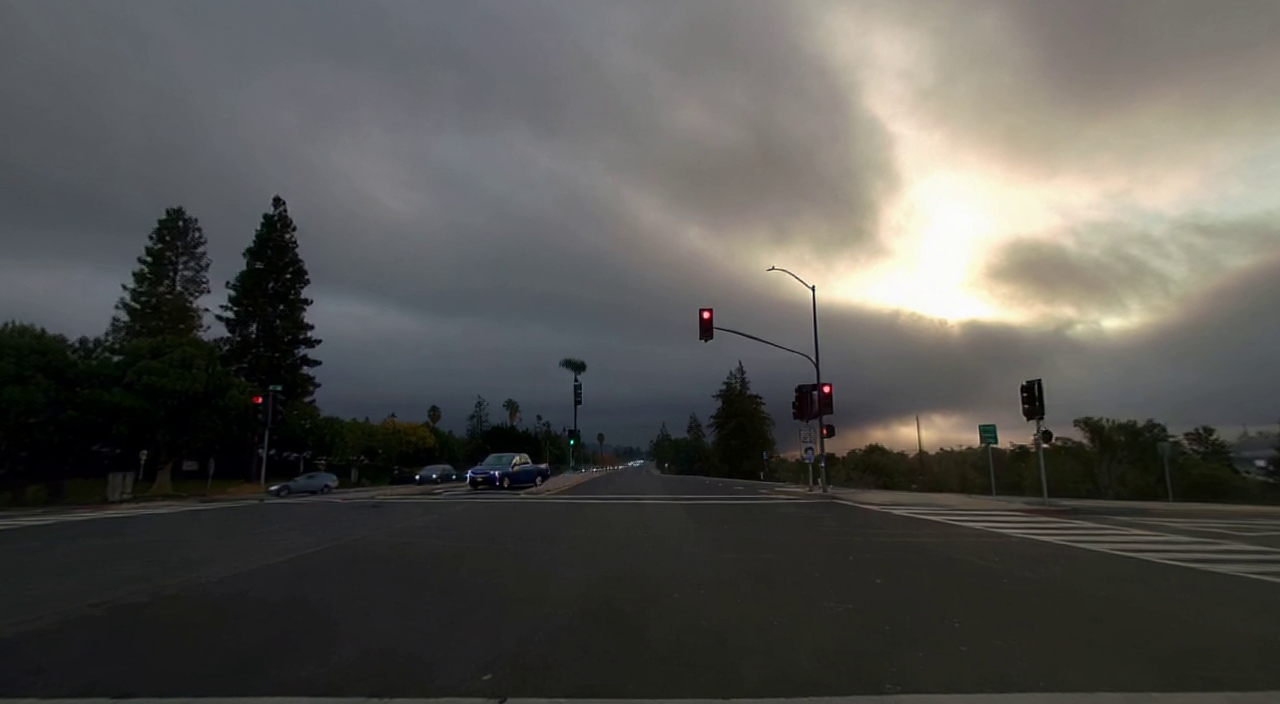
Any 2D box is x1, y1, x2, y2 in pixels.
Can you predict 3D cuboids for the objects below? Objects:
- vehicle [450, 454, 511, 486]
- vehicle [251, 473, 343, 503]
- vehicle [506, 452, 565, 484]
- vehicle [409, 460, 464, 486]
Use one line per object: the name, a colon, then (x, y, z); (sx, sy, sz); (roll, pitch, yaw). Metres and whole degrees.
vehicle: (-8.030, 5.973, 32.082); (1.960, 1.433, 4.213); (0, -8, 1)
vehicle: (-21.110, 8.323, 38.933); (2.029, 1.500, 4.491); (-7, -11, 38)
vehicle: (-5.226, 5.855, 32.108); (2.107, 1.456, 4.728); (0, -8, 1)
vehicle: (-15.517, 9.200, 48.316); (2.050, 1.755, 5.135); (-1, -9, 6)
